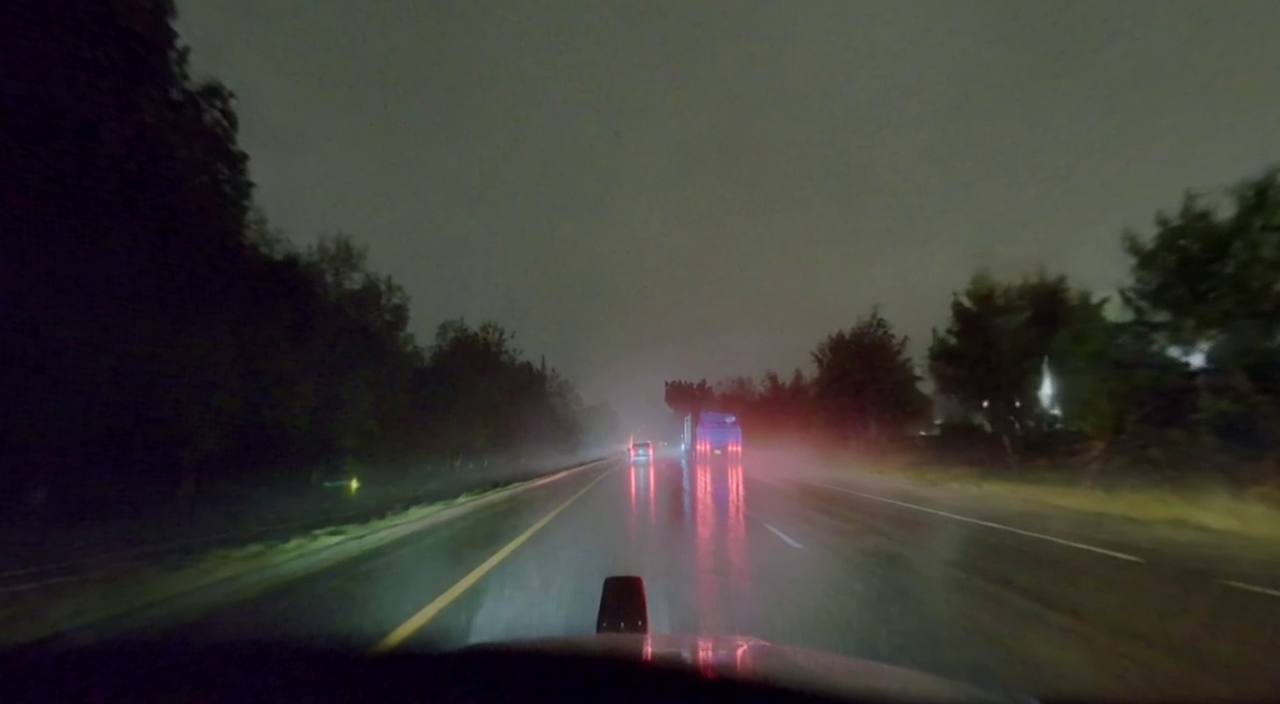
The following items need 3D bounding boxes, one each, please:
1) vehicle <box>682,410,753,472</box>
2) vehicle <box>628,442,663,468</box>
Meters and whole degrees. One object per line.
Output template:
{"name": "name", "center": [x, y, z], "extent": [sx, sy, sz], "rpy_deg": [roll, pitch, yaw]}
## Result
{"name": "vehicle", "center": [4.290, 5.167, 36.544], "extent": [3.015, 3.211, 7.982], "rpy_deg": [0, -8, -1]}
{"name": "vehicle", "center": [0.373, 6.624, 40.722], "extent": [2.170, 1.544, 4.373], "rpy_deg": [0, -8, 1]}
